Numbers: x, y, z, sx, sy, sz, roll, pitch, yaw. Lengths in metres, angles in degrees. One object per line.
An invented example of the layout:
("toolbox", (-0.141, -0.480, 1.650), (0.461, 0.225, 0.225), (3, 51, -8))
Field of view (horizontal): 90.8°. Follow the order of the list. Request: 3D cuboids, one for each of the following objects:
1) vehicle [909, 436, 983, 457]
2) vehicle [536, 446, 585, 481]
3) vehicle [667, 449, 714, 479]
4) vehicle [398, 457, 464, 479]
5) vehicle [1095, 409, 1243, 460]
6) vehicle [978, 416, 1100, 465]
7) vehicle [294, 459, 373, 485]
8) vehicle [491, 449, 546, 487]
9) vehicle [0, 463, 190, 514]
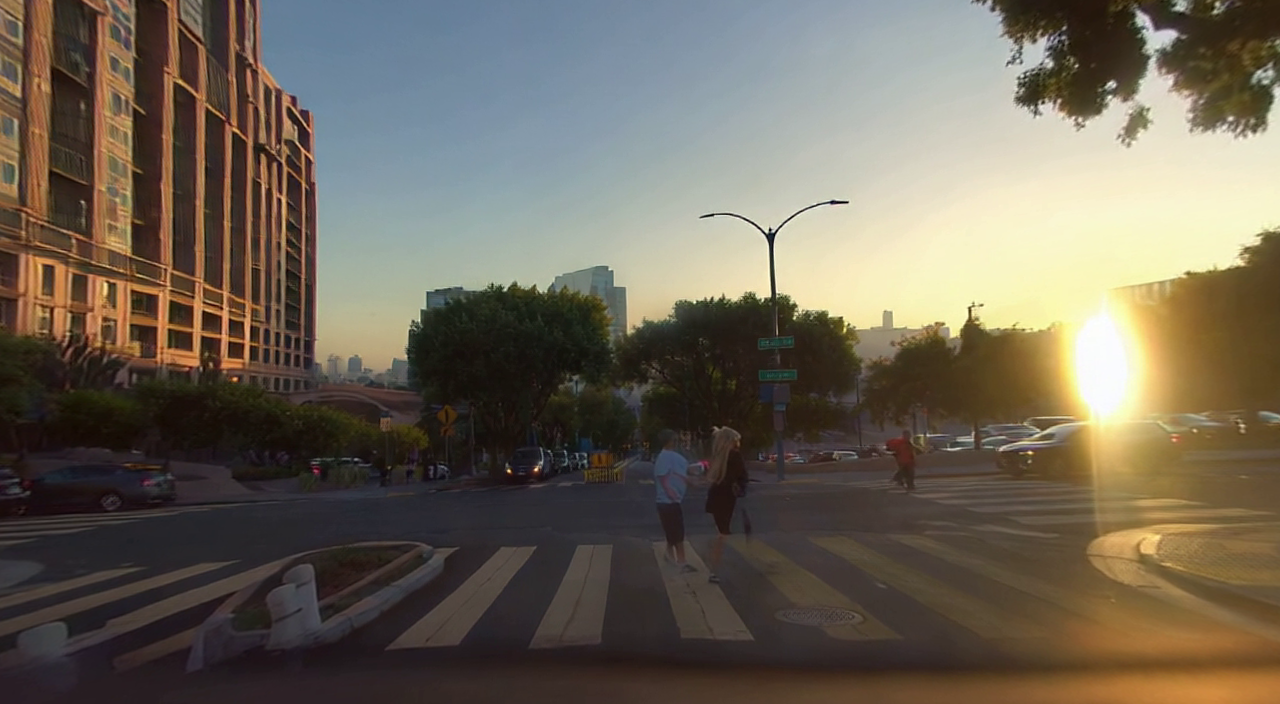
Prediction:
("vehicle", (23.006, 7.136, 47.605), (4.528, 1.475, 2.070), (0, -8, 3))
("vehicle", (-4.522, 6.432, 36.549), (2.102, 1.768, 4.290), (-3, -10, 2))
("vehicle", (2.841, 6.445, 36.560), (1.942, 1.603, 3.785), (2, -9, -8))
("vehicle", (-15.476, 8.647, 46.985), (4.203, 1.544, 1.889), (-1, -8, 4))
("vehicle", (22.299, 3.550, 26.984), (2.137, 1.962, 4.988), (-1, -8, 3))
("vehicle", (16.738, 3.808, 26.836), (2.041, 1.921, 4.574), (0, -9, -2))
("vehicle", (-22.940, 8.965, 47.335), (4.844, 1.836, 2.117), (-2, -8, 7))
("vehicle", (-7.624, 7.286, 40.076), (2.193, 1.814, 5.061), (-9, -8, 0))
("vehicle", (-17.320, 4.321, 20.193), (4.439, 1.448, 1.793), (0, -9, 0))
